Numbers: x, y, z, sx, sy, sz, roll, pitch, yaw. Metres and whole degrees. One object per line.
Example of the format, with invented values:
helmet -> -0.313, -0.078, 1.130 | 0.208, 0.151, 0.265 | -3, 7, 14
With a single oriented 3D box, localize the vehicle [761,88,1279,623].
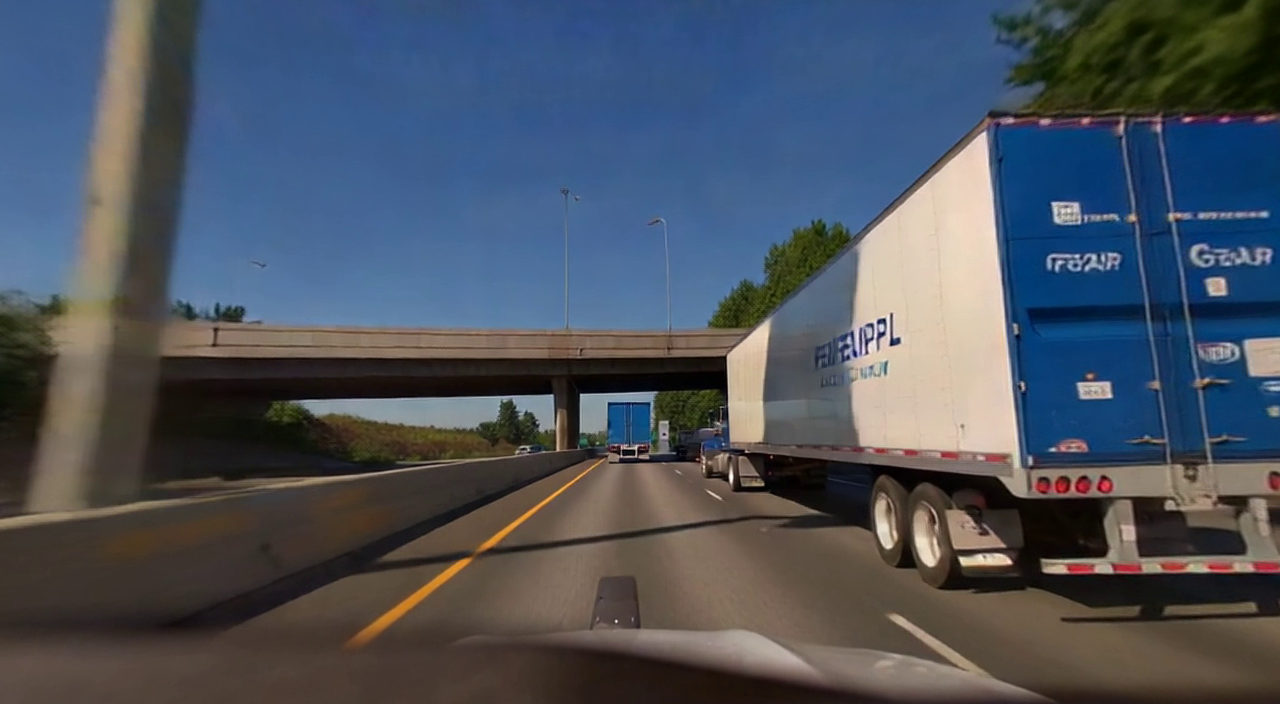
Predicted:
vehicle -> 4.236, 0.531, 9.276 | 2.853, 4.086, 9.078 | 0, -8, -1

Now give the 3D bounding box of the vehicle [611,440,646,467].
vehicle -> -0.674, 5.935, 36.989 | 1.943, 1.491, 3.459 | 0, -8, -1
